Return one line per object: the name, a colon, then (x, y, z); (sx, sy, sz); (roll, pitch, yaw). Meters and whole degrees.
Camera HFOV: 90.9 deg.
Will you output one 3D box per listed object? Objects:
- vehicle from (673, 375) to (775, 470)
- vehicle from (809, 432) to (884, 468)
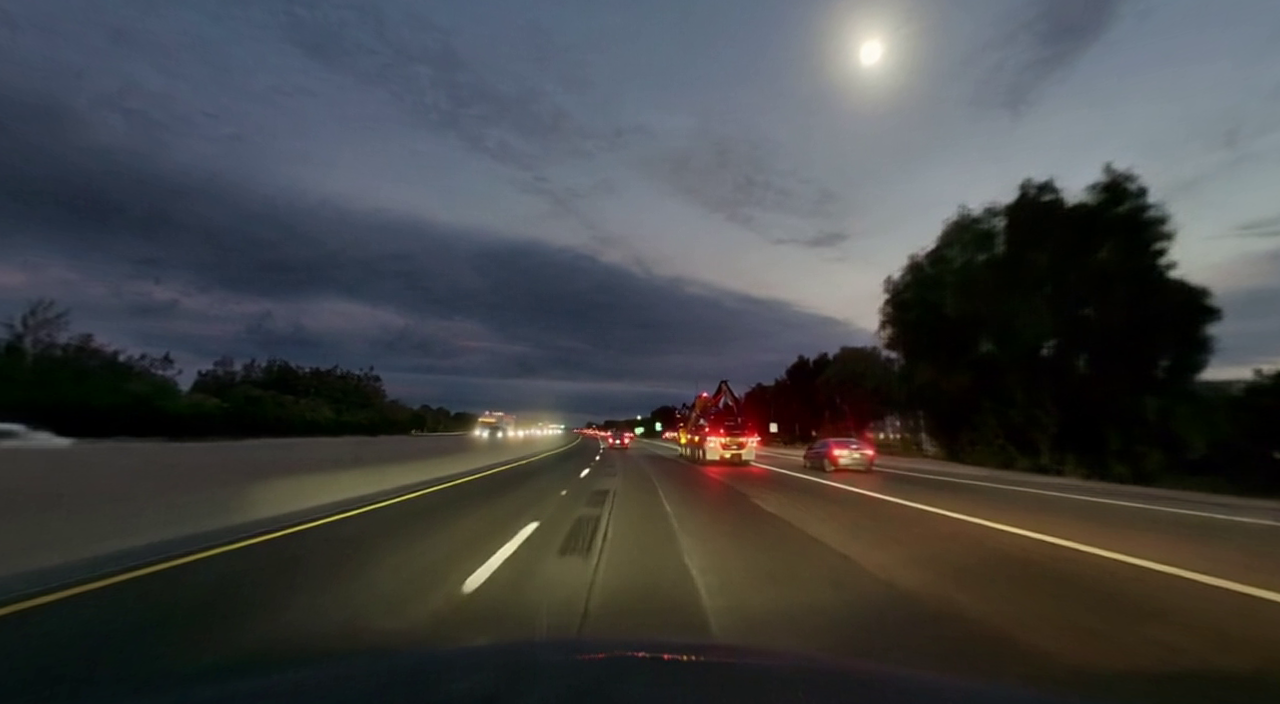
vehicle: (3.583, 3.448, 29.949); (2.912, 3.738, 10.123); (0, -8, -3)
vehicle: (9.067, 4.328, 28.090); (1.820, 1.469, 4.257); (0, -8, -1)
